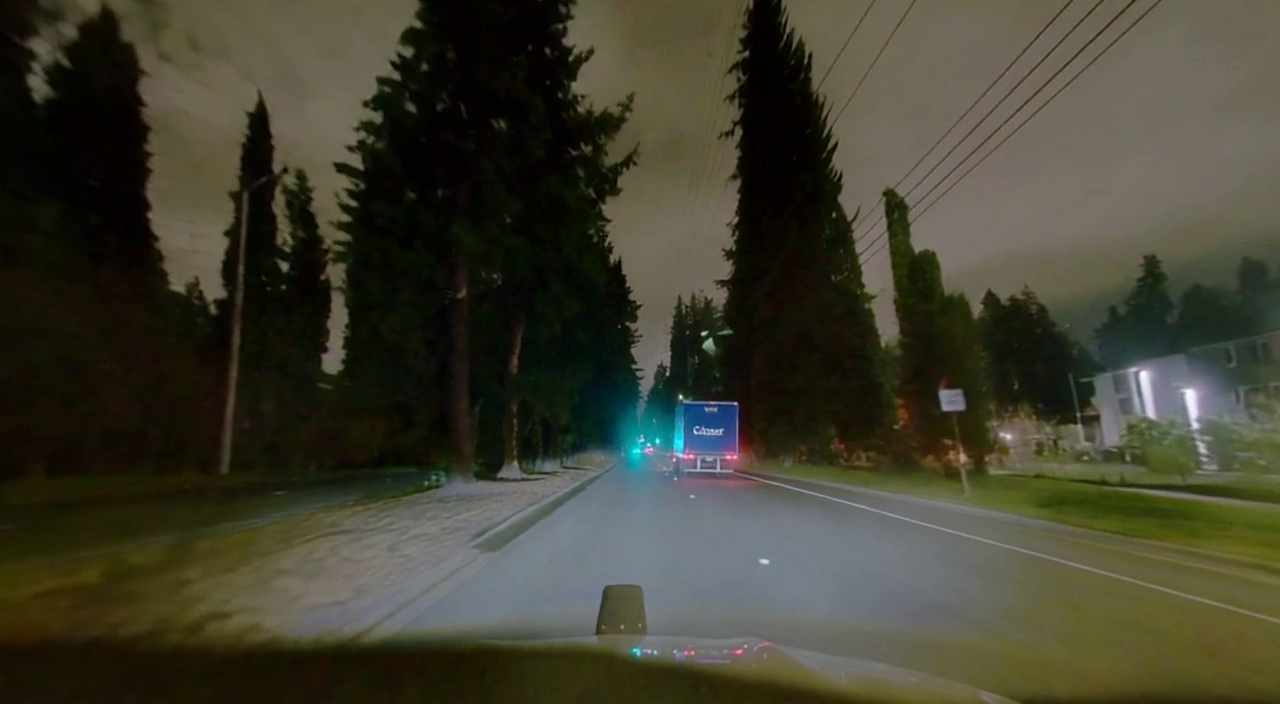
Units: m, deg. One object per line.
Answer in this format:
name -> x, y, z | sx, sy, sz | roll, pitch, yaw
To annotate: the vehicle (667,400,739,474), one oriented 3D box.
vehicle -> 3.453, 5.115, 37.356 | 2.973, 3.848, 9.336 | 0, -8, -2
